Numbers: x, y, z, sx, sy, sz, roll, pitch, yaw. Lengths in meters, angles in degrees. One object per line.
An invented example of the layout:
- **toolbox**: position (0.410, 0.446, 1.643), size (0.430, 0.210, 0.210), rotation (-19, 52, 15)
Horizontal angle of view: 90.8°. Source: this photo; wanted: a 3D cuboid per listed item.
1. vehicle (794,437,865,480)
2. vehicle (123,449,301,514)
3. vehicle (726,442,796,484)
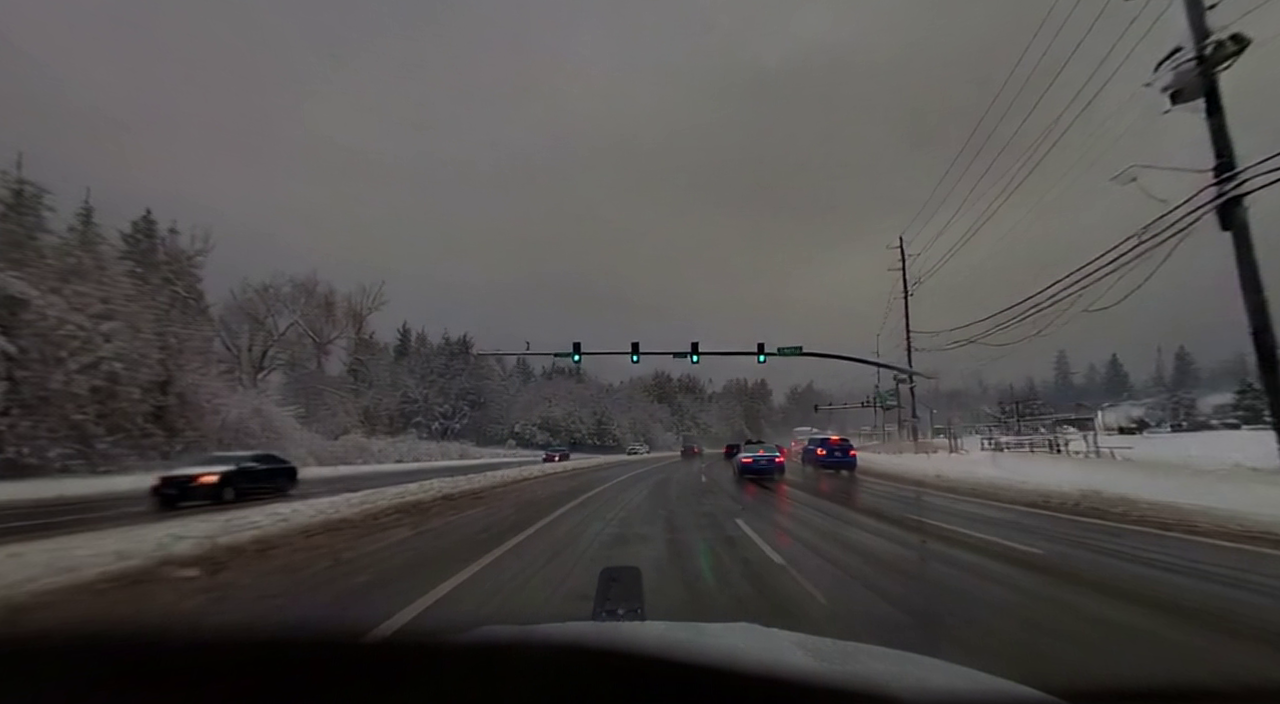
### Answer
- **vehicle**: position (8.487, 4.797, 28.717), size (2.029, 1.795, 4.371), rotation (-1, -8, 3)
- **vehicle**: position (-11.962, 3.603, 18.094), size (1.885, 1.592, 4.337), rotation (-1, -8, 3)
- **vehicle**: position (4.574, 4.256, 24.503), size (2.035, 1.460, 4.392), rotation (-1, -8, 3)
